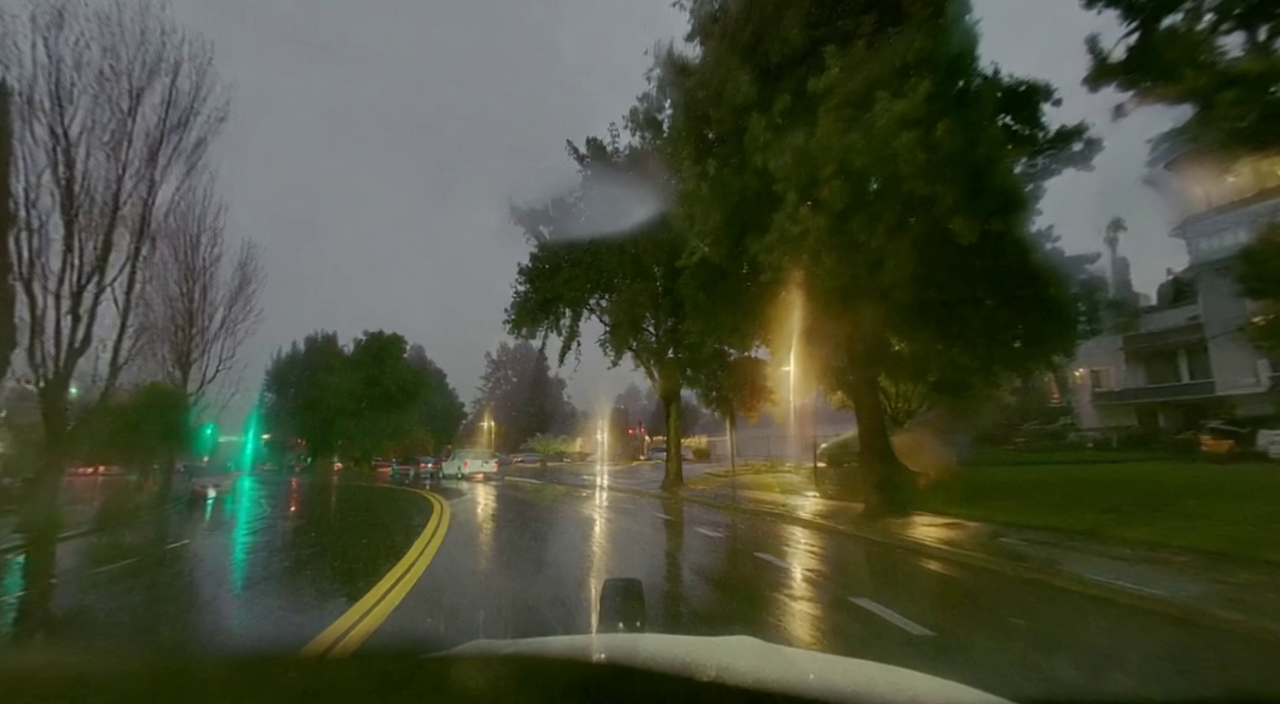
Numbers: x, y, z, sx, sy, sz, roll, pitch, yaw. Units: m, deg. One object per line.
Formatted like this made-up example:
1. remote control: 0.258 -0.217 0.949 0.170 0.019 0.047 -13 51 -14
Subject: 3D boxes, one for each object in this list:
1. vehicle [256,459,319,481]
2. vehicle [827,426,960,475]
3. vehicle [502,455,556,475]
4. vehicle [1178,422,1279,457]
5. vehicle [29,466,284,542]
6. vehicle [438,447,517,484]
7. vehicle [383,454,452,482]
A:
1. vehicle: -26.610 8.865 47.677 4.713 1.508 1.884 -5 -10 30
2. vehicle: 9.205 3.594 23.097 4.248 1.657 1.940 -3 -10 23
3. vehicle: -8.483 8.675 48.796 2.218 1.373 4.156 -4 -9 22
4. vehicle: 24.703 3.614 26.010 3.467 1.375 1.566 -4 -10 24
5. vehicle: -11.909 3.743 16.509 2.876 1.170 6.732 -2 -8 -15
6. vehicle: -8.679 5.942 33.448 2.289 1.785 4.944 6 -11 -37
7. vehicle: -13.803 7.117 39.006 4.579 1.509 2.066 -8 -12 43
